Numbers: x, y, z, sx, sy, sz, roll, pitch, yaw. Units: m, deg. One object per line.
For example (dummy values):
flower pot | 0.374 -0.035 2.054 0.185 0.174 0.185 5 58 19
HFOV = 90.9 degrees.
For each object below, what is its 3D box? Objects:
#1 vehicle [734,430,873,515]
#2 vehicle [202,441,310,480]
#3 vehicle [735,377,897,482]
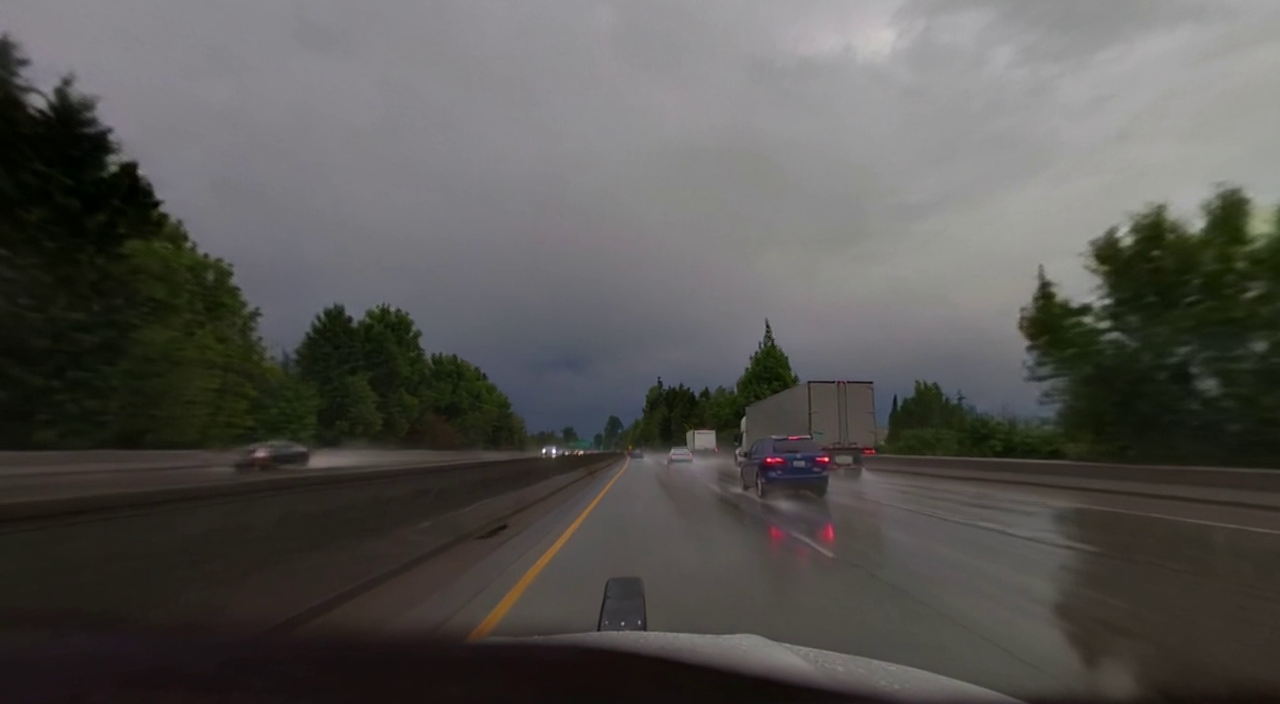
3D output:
vehicle | 3.534 2.707 14.558 2.022 1.658 4.132 0 -9 -1
vehicle | -15.768 4.465 26.166 1.900 1.483 4.077 0 -9 0
vehicle | 8.022 4.255 32.652 3.441 4.016 16.812 0 -9 0
